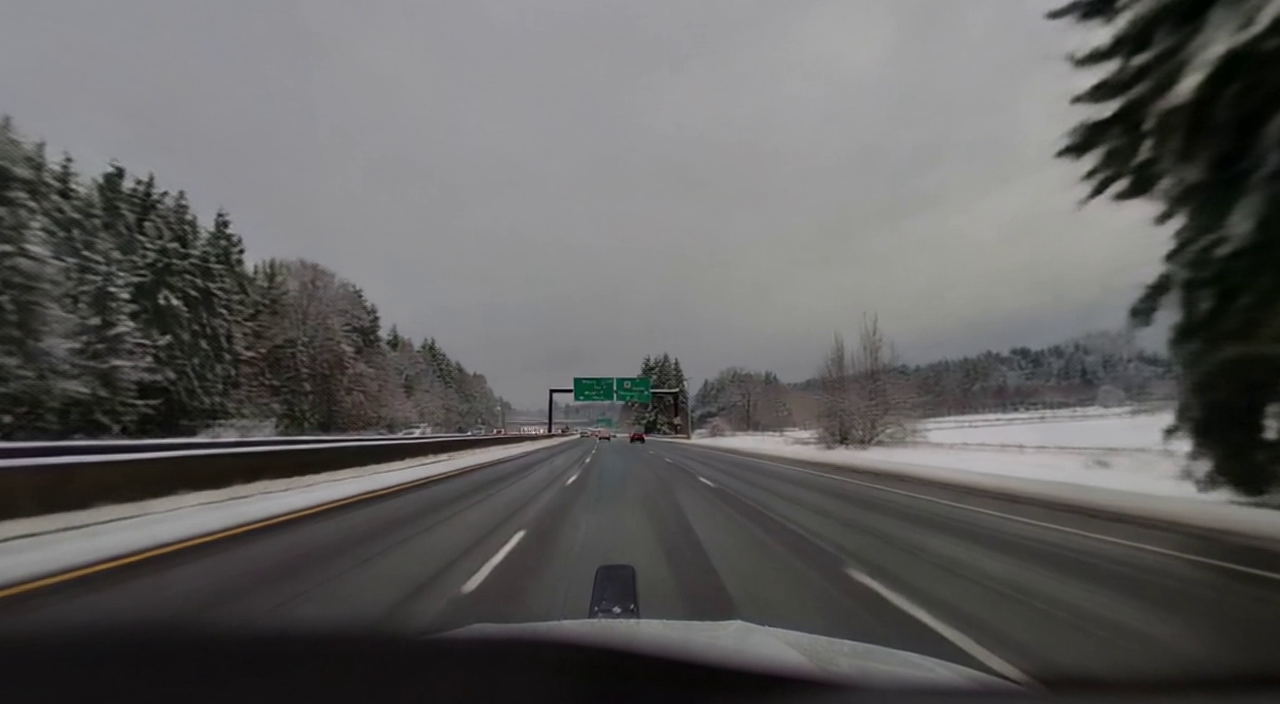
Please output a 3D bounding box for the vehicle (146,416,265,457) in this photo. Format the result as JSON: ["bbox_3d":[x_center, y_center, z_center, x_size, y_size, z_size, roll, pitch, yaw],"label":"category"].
[{"bbox_3d":[-17.459,3.424,25.584,2.011,1.544,4.012,0,-7,-2],"label":"vehicle"}]
